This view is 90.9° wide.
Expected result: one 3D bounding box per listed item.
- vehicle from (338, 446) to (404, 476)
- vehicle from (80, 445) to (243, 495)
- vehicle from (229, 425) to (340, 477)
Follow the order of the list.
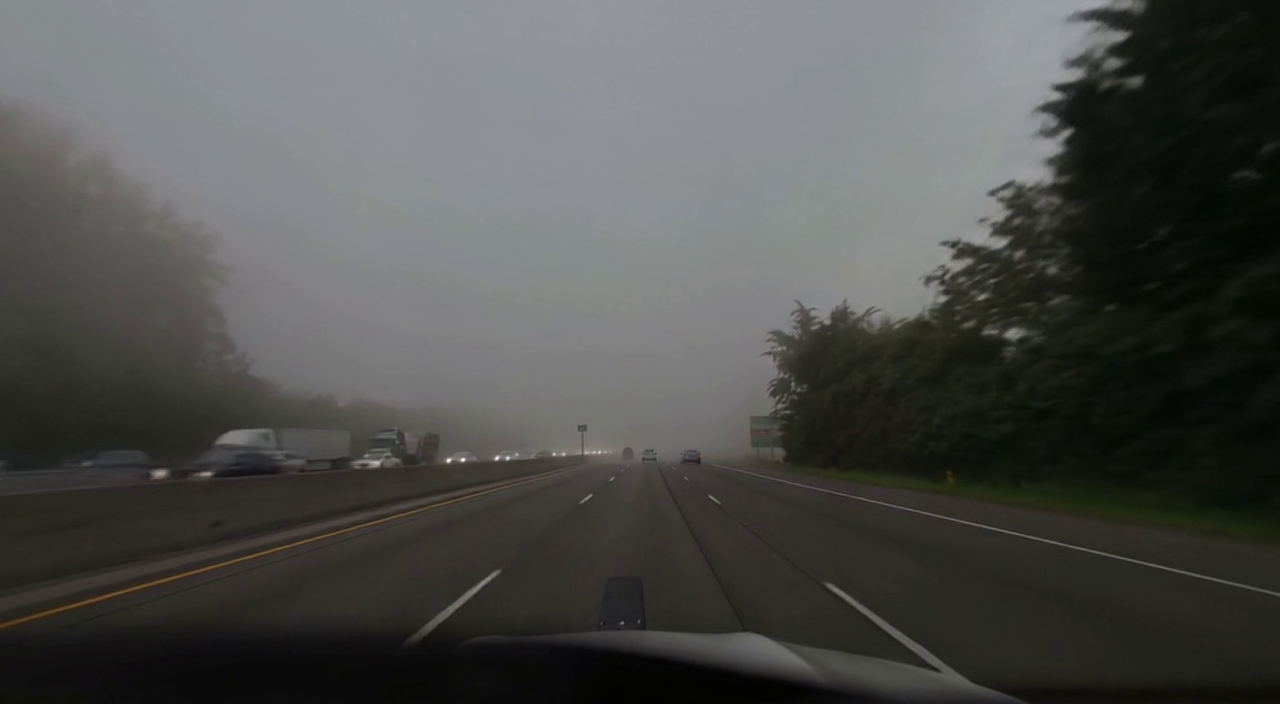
[{"bbox_3d":[-15.729,6.392,37.121,1.881,1.593,4.370,0,-9,1],"label":"vehicle"},{"bbox_3d":[-16.280,4.028,21.848,1.903,1.504,4.720,-1,-9,1],"label":"vehicle"},{"bbox_3d":[-19.957,5.639,35.837,2.556,2.662,6.115,-1,-9,2],"label":"vehicle"}]
